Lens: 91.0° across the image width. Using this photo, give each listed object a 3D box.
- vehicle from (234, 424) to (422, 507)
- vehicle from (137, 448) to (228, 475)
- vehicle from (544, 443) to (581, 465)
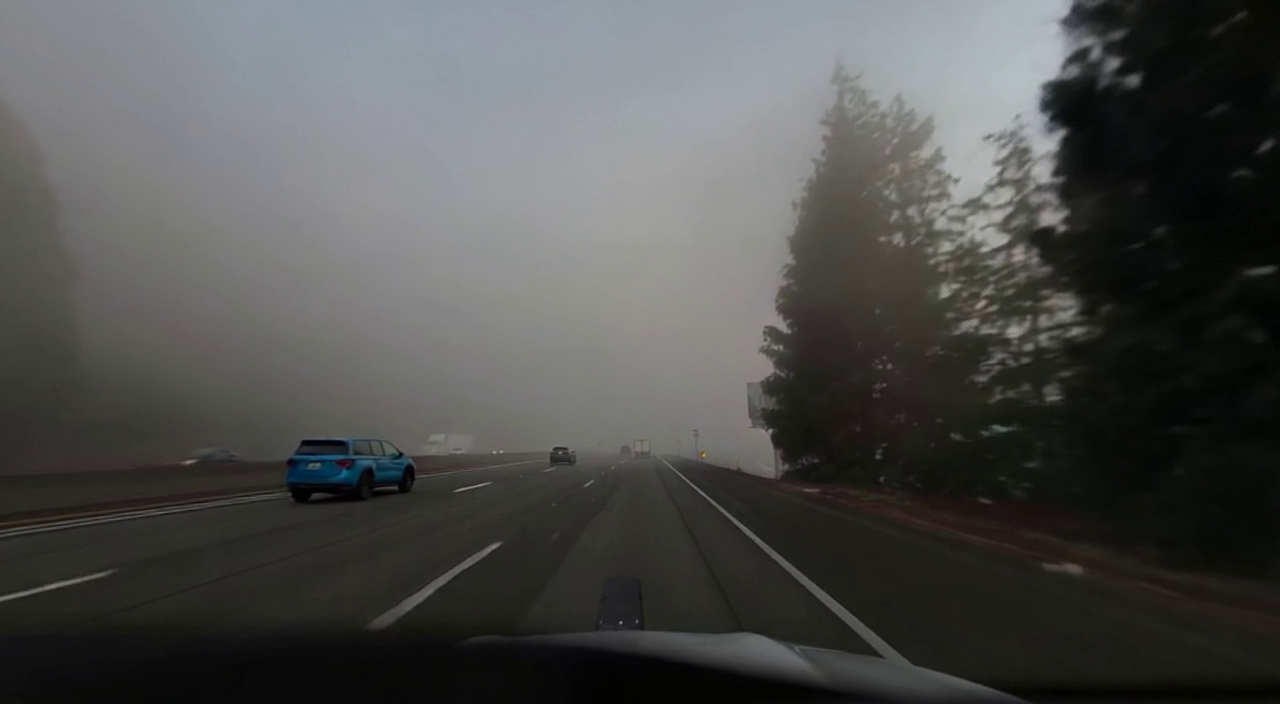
[{"bbox_3d":[-7.261,2.709,15.416,2.055,1.683,4.804,0,-9,1],"label":"vehicle"},{"bbox_3d":[-28.942,6.898,40.037,1.917,1.559,4.984,0,-9,2],"label":"vehicle"},{"bbox_3d":[-5.880,7.776,48.120,2.008,1.520,4.731,0,-9,3],"label":"vehicle"}]
